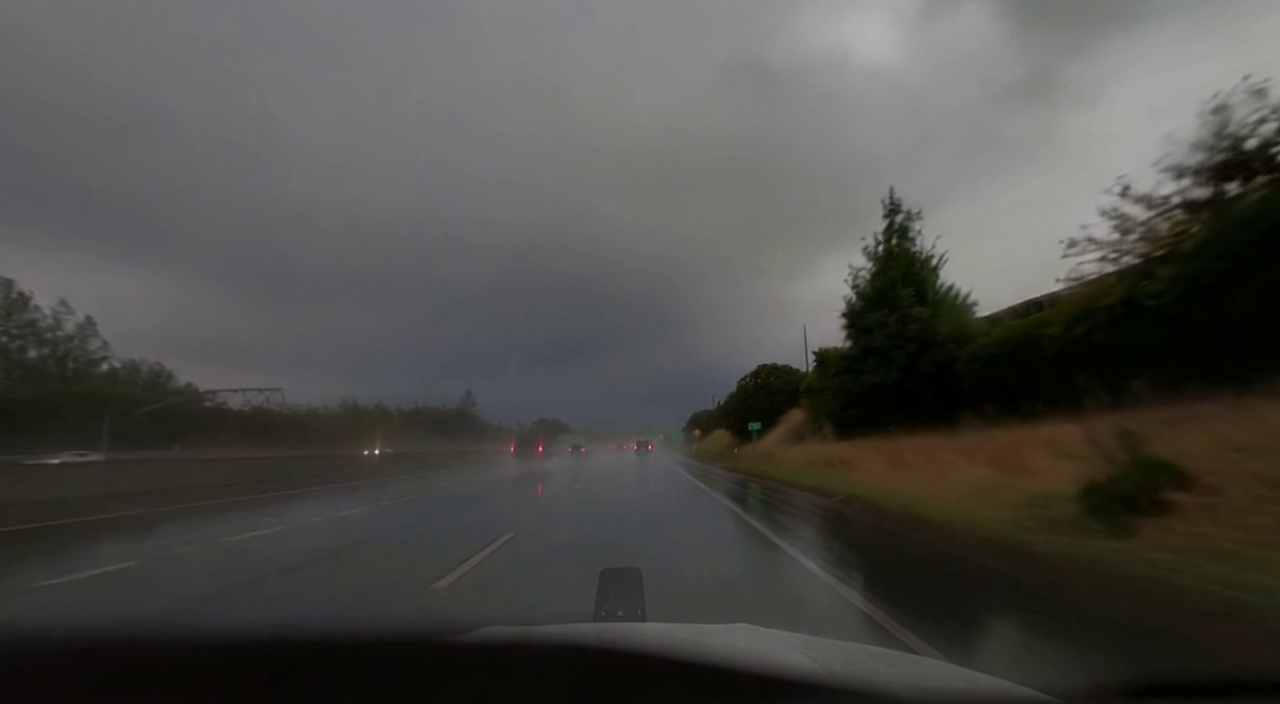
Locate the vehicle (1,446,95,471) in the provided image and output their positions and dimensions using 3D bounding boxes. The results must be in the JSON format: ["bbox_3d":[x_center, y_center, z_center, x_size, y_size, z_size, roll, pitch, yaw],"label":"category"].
[{"bbox_3d":[-39.616,7.107,42.316,1.846,1.564,4.400,0,-8,4],"label":"vehicle"}]

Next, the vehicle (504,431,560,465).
[{"bbox_3d":[-6.613,5.976,39.237,2.438,1.967,5.596,0,-8,0],"label":"vehicle"}]

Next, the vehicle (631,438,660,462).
[{"bbox_3d":[0.378,7.445,47.735,2.141,1.706,4.065,0,-8,-1],"label":"vehicle"}]
